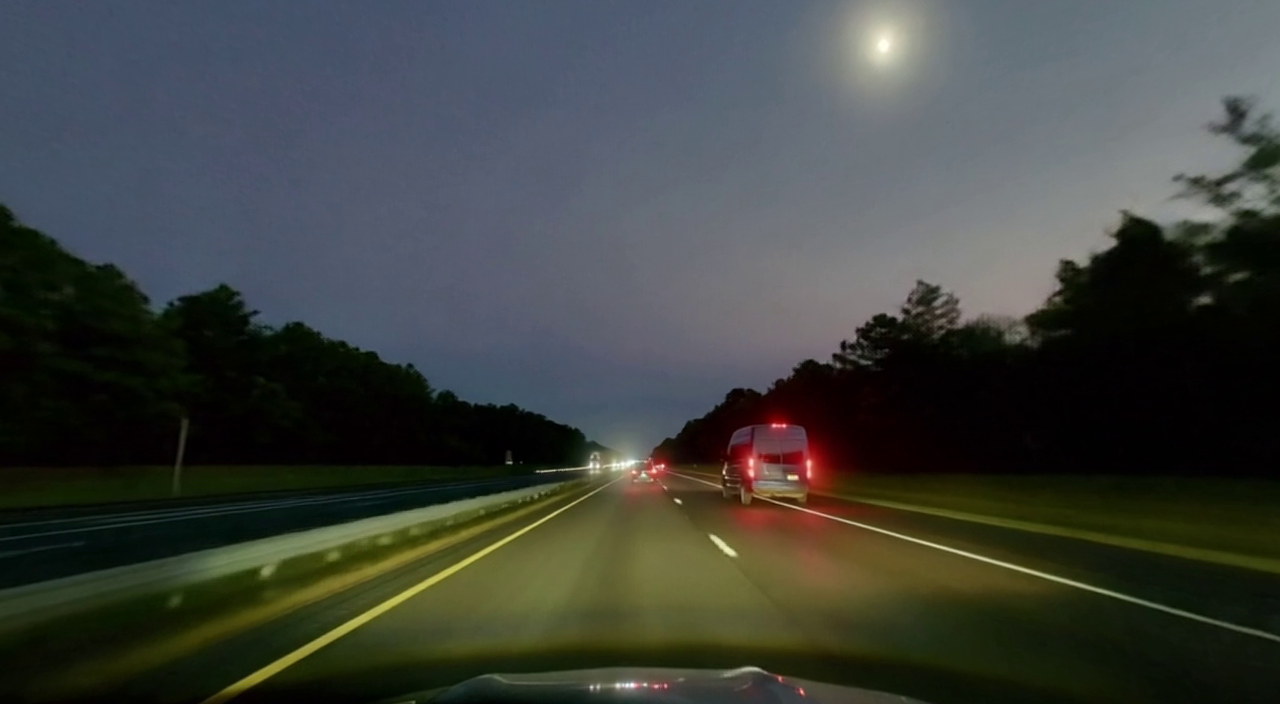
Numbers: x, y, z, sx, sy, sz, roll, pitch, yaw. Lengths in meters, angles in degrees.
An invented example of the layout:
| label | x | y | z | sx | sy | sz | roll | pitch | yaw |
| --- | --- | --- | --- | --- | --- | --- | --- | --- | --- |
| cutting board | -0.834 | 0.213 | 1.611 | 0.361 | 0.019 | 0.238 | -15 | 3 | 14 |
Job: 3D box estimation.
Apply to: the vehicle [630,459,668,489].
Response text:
| label | x | y | z | sx | sy | sz | roll | pitch | yaw |
| --- | --- | --- | --- | --- | --- | --- | --- | --- | --- |
| vehicle | 0.560 | 7.551 | 39.151 | 2.212 | 1.717 | 4.452 | 0 | -10 | 1 |

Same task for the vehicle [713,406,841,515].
| label | x | y | z | sx | sy | sz | roll | pitch | yaw |
| --- | --- | --- | --- | --- | --- | --- | --- | --- | --- |
| vehicle | 4.194 | 3.637 | 20.977 | 2.563 | 2.975 | 6.941 | 1 | -10 | -1 |
